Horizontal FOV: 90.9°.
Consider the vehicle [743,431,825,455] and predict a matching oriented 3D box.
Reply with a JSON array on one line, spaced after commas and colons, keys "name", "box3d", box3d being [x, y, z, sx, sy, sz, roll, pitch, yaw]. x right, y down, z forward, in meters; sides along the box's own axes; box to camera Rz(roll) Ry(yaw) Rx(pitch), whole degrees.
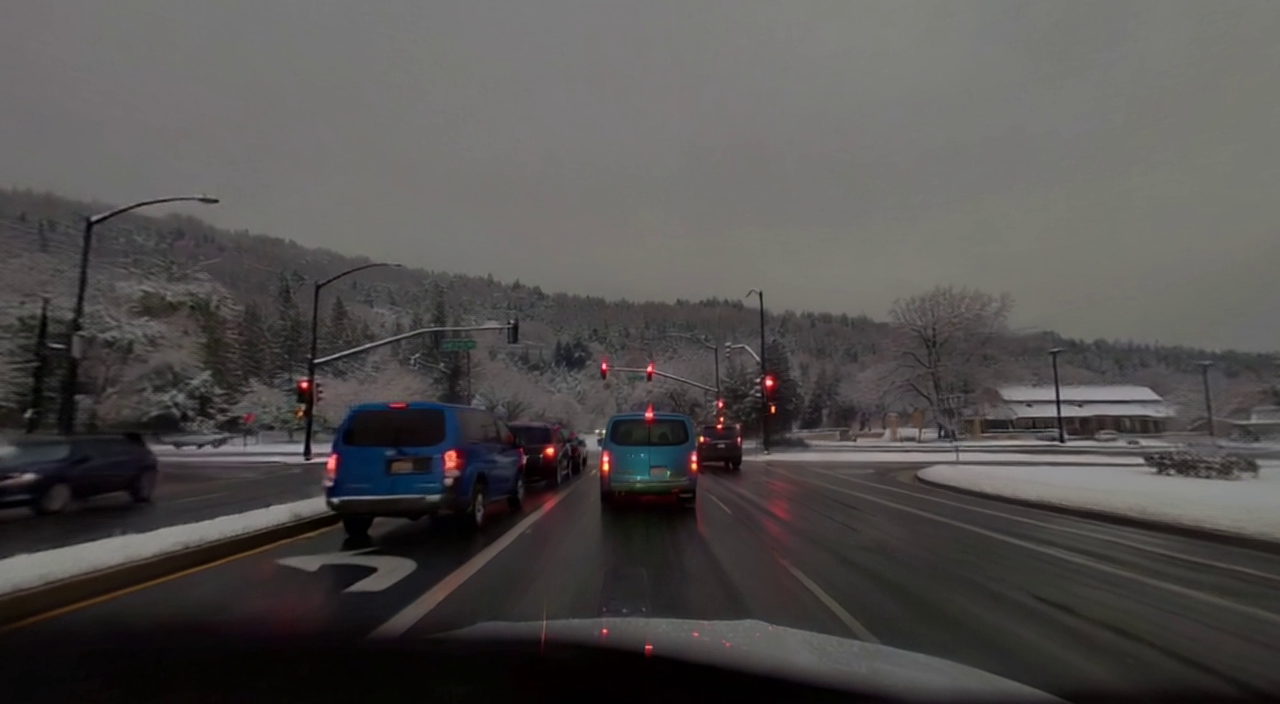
[{"name": "vehicle", "box3d": [9.050, 5.752, 39.882, 4.696, 1.461, 1.810, 0, -8, 0]}]

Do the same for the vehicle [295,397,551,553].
[{"name": "vehicle", "box3d": [-2.836, 1.747, 9.600, 2.131, 1.783, 4.540, 0, -8, 2]}]

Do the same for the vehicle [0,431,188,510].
[{"name": "vehicle", "box3d": [-14.431, 3.034, 16.685, 2.053, 1.754, 4.717, 1, -8, -10]}]

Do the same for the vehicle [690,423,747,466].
[{"name": "vehicle", "box3d": [3.190, 3.857, 26.297, 1.817, 1.662, 3.843, 0, -8, -1]}]

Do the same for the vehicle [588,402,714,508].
[{"name": "vehicle", "box3d": [0.208, 2.110, 13.203, 2.185, 1.822, 4.391, 0, -8, 1]}]
